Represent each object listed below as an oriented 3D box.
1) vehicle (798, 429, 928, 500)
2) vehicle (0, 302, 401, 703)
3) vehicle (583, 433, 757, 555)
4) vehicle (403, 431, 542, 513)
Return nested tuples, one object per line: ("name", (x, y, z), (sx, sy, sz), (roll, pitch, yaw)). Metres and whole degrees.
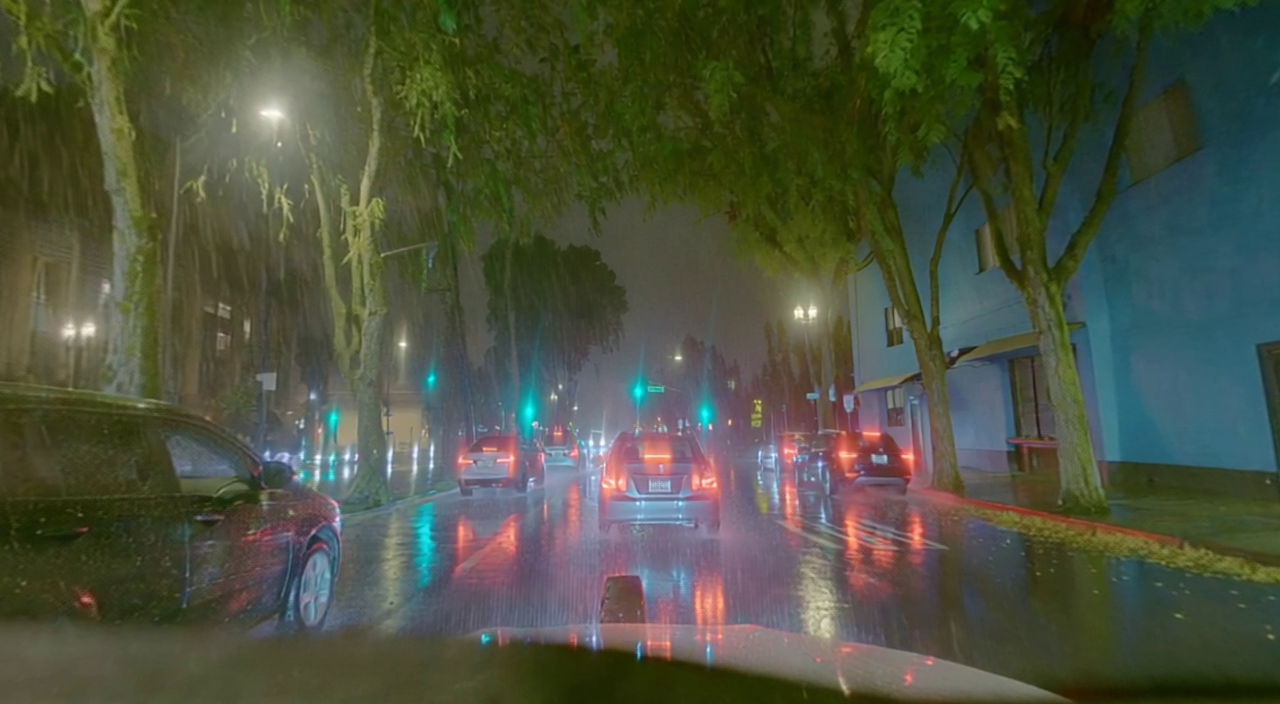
("vehicle", (6.340, 3.253, 18.676), (2.025, 1.808, 4.579), (0, -9, -2))
("vehicle", (-3.270, 0.932, 3.398), (2.152, 1.802, 4.628), (0, -9, 0))
("vehicle", (0.268, 1.993, 9.578), (2.095, 1.438, 3.843), (0, -9, -3))
("vehicle", (-3.509, 2.613, 14.245), (1.901, 1.522, 4.556), (0, -9, 0))
